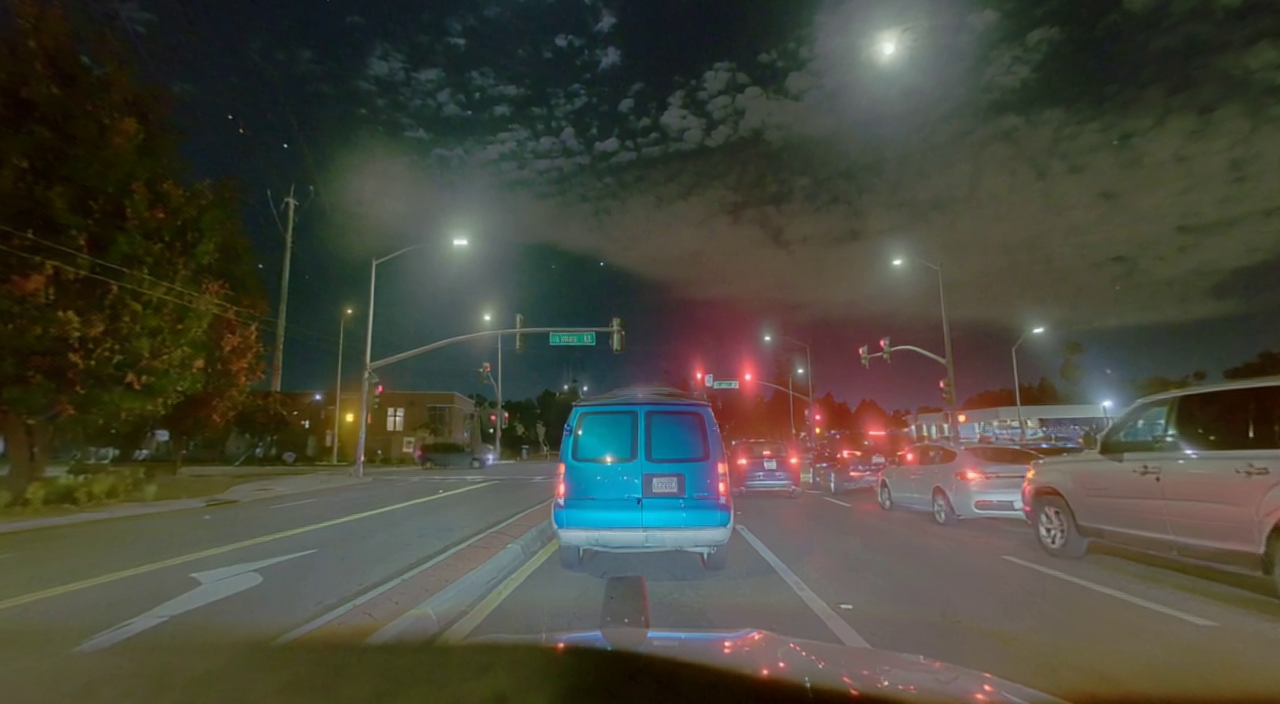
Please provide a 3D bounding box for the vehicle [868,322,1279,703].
[{"bbox_3d":[2.896,0.948,3.177,1.971,1.663,4.287,0,-8,2],"label":"vehicle"}]

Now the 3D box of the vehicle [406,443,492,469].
[{"bbox_3d":[-11.195,6.150,37.267,4.664,1.449,1.992,2,-9,-14],"label":"vehicle"}]

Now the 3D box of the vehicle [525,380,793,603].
[{"bbox_3d":[0.169,1.465,7.436,2.185,1.822,4.391,0,-8,0],"label":"vehicle"}]
